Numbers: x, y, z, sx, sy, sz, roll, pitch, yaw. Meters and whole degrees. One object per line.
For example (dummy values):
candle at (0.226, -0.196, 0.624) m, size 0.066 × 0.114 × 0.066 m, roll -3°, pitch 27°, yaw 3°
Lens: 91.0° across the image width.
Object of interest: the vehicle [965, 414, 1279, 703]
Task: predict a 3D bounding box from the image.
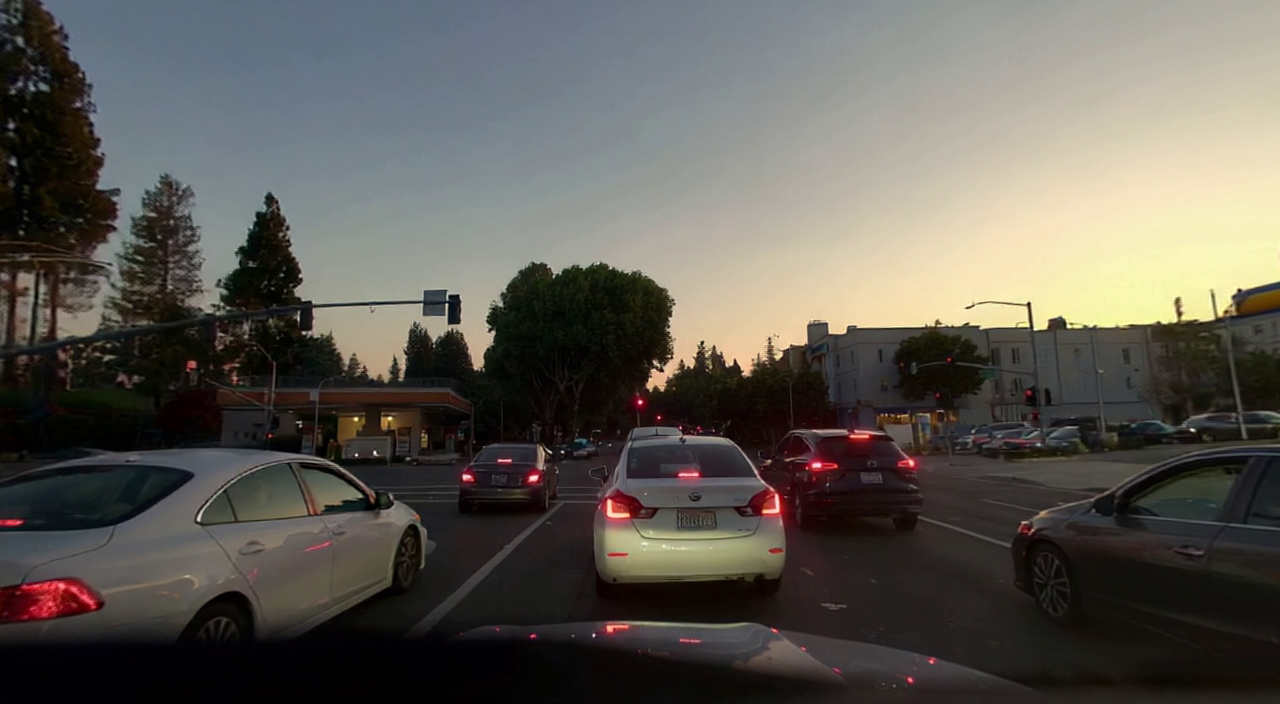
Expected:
vehicle at (4.180, 1.135, 3.612) m, size 1.950 × 1.497 × 4.686 m, roll 0°, pitch -9°, yaw -3°

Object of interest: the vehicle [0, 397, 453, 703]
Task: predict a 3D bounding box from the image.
vehicle at (-3.005, 1.249, 4.625) m, size 1.887 × 1.493 × 4.255 m, roll 0°, pitch -9°, yaw 1°

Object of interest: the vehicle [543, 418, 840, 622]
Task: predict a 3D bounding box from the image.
vehicle at (0.328, 1.584, 6.946) m, size 2.220 × 1.507 × 4.317 m, roll 0°, pitch -9°, yaw -2°

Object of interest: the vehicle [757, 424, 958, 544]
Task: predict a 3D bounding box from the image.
vehicle at (3.377, 2.126, 10.790) m, size 1.947 × 1.630 × 4.127 m, roll 0°, pitch -9°, yaw 0°

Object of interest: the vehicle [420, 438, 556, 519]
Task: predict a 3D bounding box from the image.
vehicle at (-3.070, 2.643, 13.701) m, size 1.867 × 1.474 × 4.237 m, roll 0°, pitch -9°, yaw 1°
